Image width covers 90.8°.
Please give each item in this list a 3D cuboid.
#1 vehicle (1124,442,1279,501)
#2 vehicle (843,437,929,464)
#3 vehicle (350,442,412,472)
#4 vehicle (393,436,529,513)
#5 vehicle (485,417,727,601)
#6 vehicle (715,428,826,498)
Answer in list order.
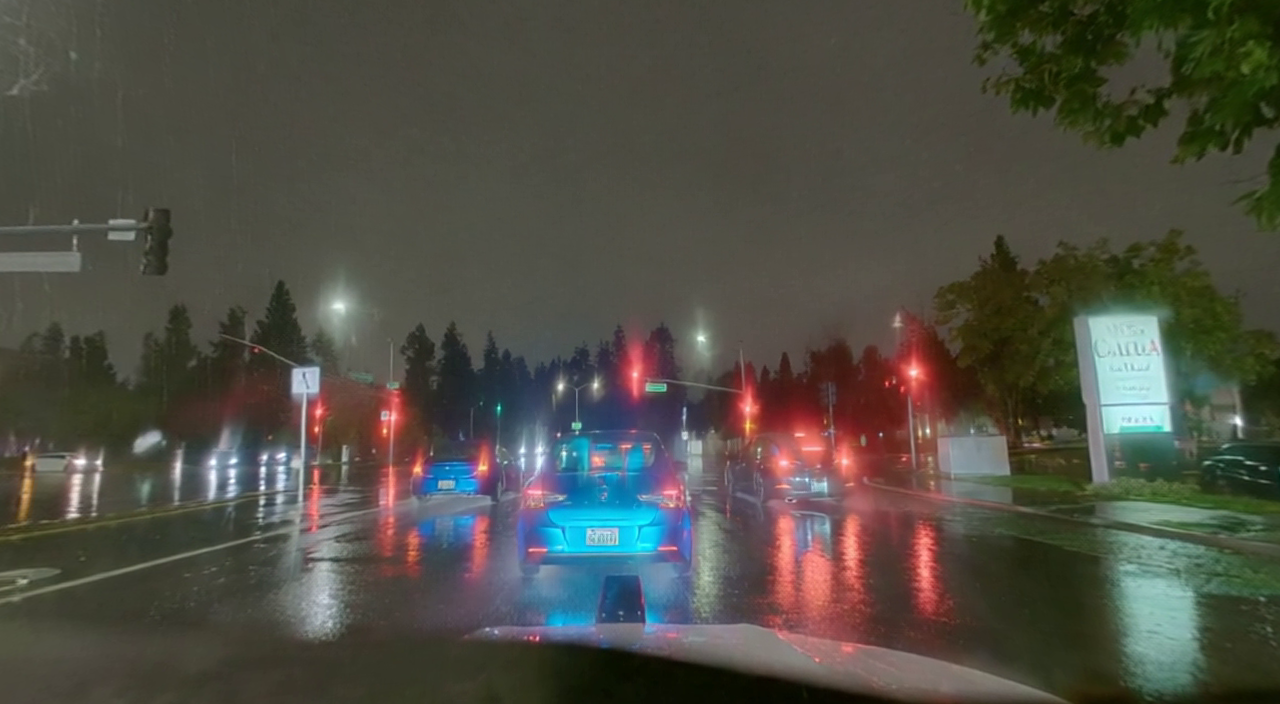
[{"bbox_3d":[15.189,3.029,16.266,3.951,1.418,1.842,0,-8,-3],"label":"vehicle"},{"bbox_3d":[15.014,6.018,38.651,4.419,1.619,1.894,1,-9,-8],"label":"vehicle"},{"bbox_3d":[-16.614,6.749,40.791,2.101,1.776,4.550,0,-8,-1],"label":"vehicle"},{"bbox_3d":[-3.769,2.629,14.065,1.998,1.452,3.773,0,-8,-1],"label":"vehicle"},{"bbox_3d":[-0.354,1.643,7.524,2.045,1.533,4.183,0,-8,-2],"label":"vehicle"},{"bbox_3d":[3.428,3.007,17.504,2.028,1.678,4.220,0,-8,-2],"label":"vehicle"}]
